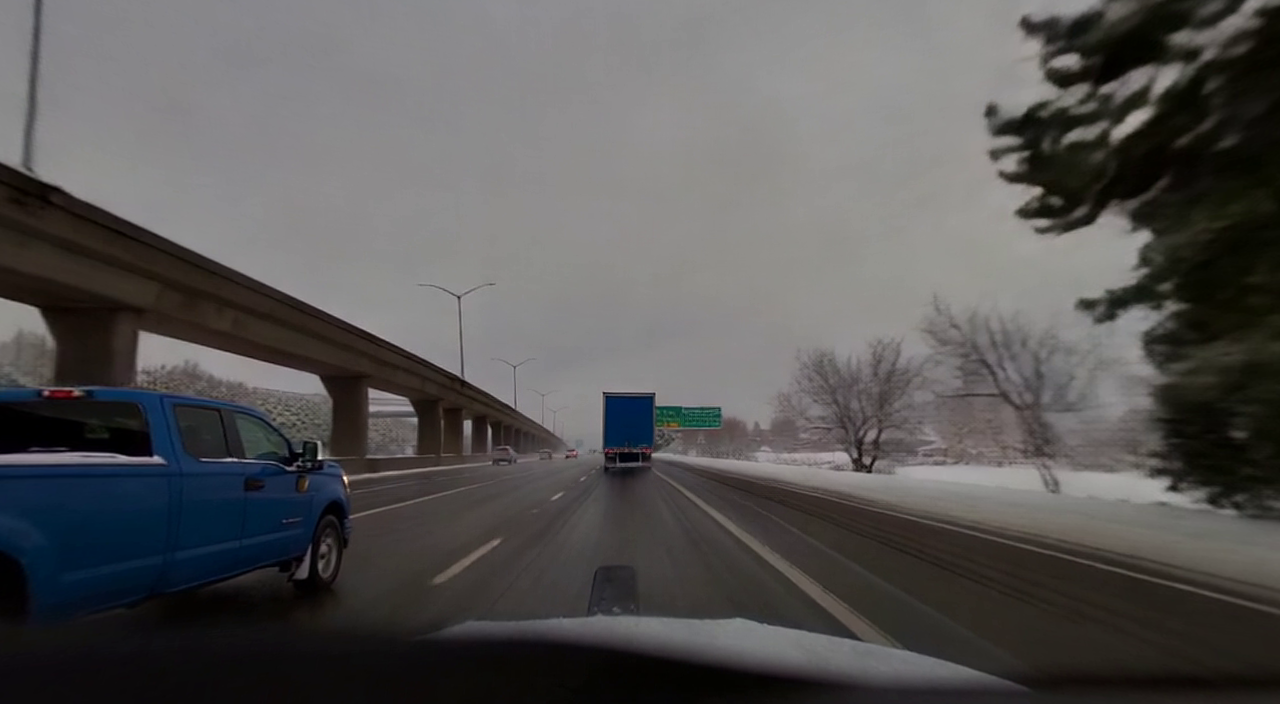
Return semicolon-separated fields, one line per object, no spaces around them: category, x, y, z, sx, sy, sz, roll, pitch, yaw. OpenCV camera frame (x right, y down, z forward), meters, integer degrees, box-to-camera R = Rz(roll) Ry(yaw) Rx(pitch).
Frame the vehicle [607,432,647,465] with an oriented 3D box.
vehicle;-0.731;5.343;35.007;2.052;1.666;4.358;1;-9;-2

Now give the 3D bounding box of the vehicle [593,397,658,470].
vehicle;-0.843;5.037;37.850;3.233;3.678;11.032;1;-9;-1
